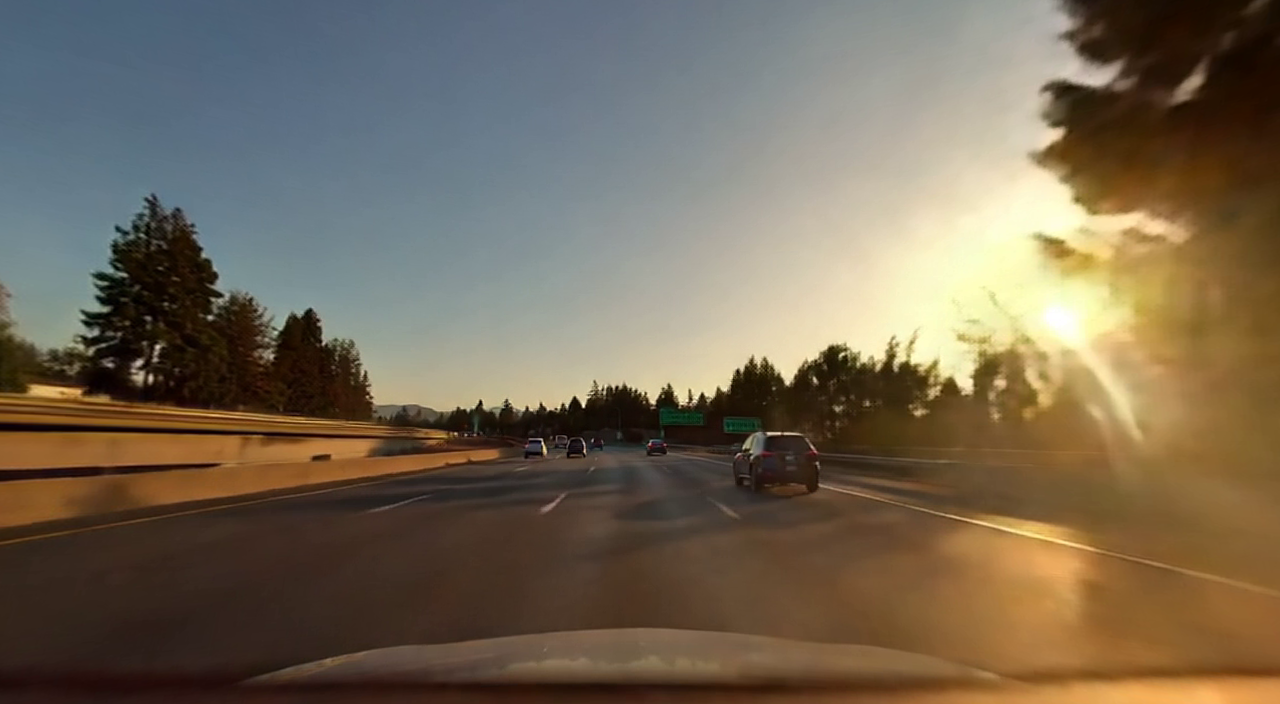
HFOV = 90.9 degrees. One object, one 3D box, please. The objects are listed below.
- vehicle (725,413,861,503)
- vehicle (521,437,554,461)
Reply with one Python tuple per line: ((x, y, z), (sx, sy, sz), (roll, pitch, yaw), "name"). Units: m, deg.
((3.405, 2.462, 14.987), (2.043, 1.795, 4.347), (0, -8, -1), "vehicle")
((-7.412, 7.098, 46.071), (2.064, 1.645, 4.286), (1, -8, -5), "vehicle")
